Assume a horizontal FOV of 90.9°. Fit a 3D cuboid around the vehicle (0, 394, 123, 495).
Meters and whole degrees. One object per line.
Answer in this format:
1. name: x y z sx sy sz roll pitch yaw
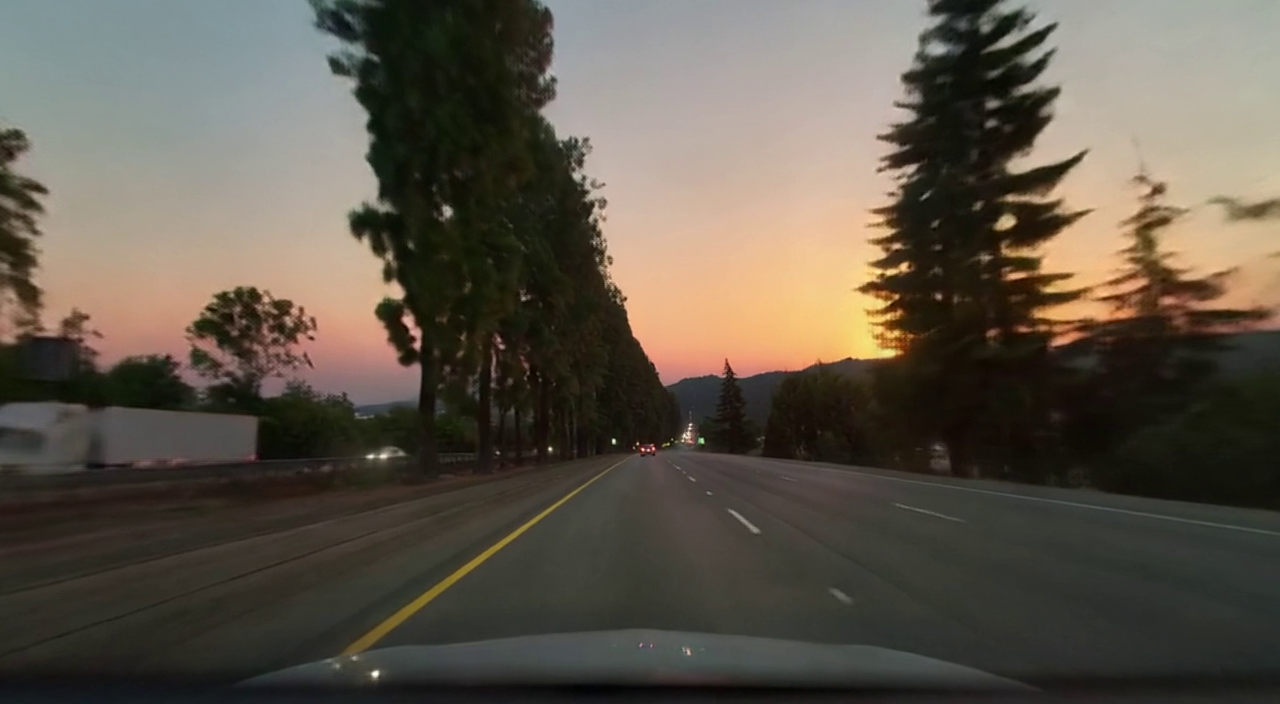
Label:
1. vehicle: -28.603 4.279 29.111 2.959 4.243 7.308 0 -8 1
